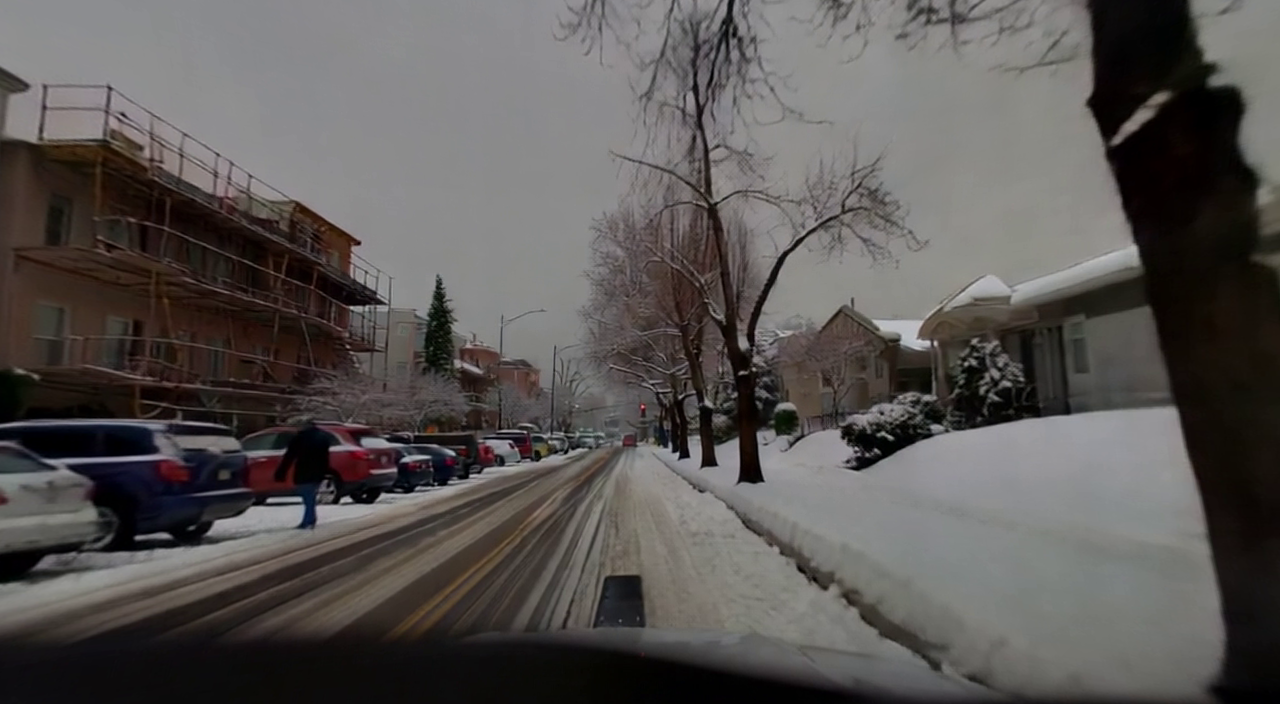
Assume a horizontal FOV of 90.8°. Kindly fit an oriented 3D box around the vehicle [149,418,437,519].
[{"bbox_3d":[-7.407,2.531,13.951,4.981,1.975,2.296,-1,-9,3],"label":"vehicle"}]

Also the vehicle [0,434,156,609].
[{"bbox_3d":[-7.690,1.659,6.476,3.908,1.544,1.789,0,-9,-1],"label":"vehicle"}]
